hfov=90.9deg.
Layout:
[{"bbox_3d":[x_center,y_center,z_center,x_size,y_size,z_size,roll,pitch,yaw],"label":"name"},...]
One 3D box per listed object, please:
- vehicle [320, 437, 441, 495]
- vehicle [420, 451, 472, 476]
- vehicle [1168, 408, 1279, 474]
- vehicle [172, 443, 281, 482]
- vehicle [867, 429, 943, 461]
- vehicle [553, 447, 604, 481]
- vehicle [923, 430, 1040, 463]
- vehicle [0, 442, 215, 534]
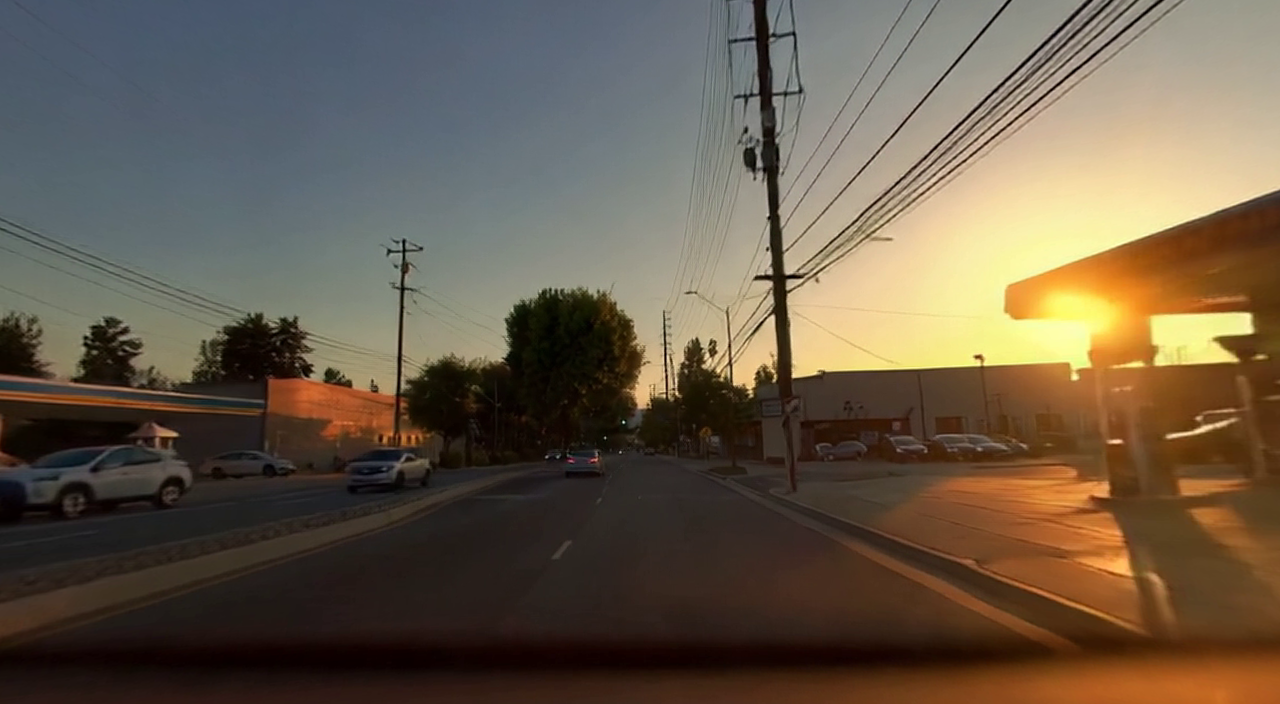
[{"bbox_3d":[-10.141,4.467,25.242,2.437,2.069,5.159,-1,-8,3],"label":"vehicle"},{"bbox_3d":[-13.573,7.803,44.340,2.091,1.538,4.451,-1,-8,2],"label":"vehicle"},{"bbox_3d":[17.388,2.454,17.347,1.902,1.662,4.615,-1,-8,4],"label":"vehicle"},{"bbox_3d":[-23.152,6.196,35.447,4.657,1.806,2.132,-3,-9,-1],"label":"vehicle"},{"bbox_3d":[17.956,6.297,43.016,2.020,1.972,4.983,3,-8,-17],"label":"vehicle"},{"bbox_3d":[-2.926,5.415,30.827,2.073,1.525,3.968,0,-8,0],"label":"vehicle"},{"bbox_3d":[17.838,4.954,33.103,4.943,1.646,2.072,0,-8,-1],"label":"vehicle"},{"bbox_3d":[-14.811,3.611,17.552,2.353,2.144,4.847,-1,-8,3],"label":"vehicle"}]
